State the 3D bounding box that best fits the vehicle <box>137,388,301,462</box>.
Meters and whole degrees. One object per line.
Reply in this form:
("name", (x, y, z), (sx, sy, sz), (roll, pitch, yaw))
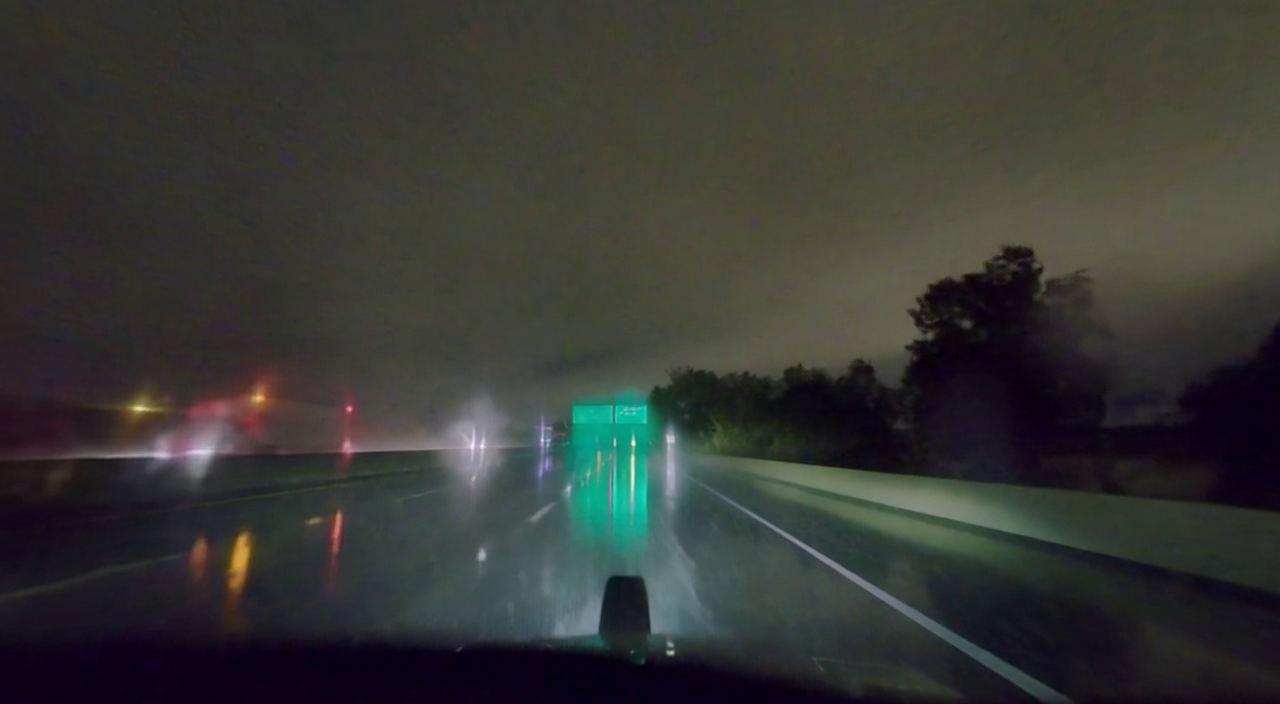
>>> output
("vehicle", (-25.483, 4.693, 39.061), (3.298, 3.976, 10.350), (0, -9, -2))
